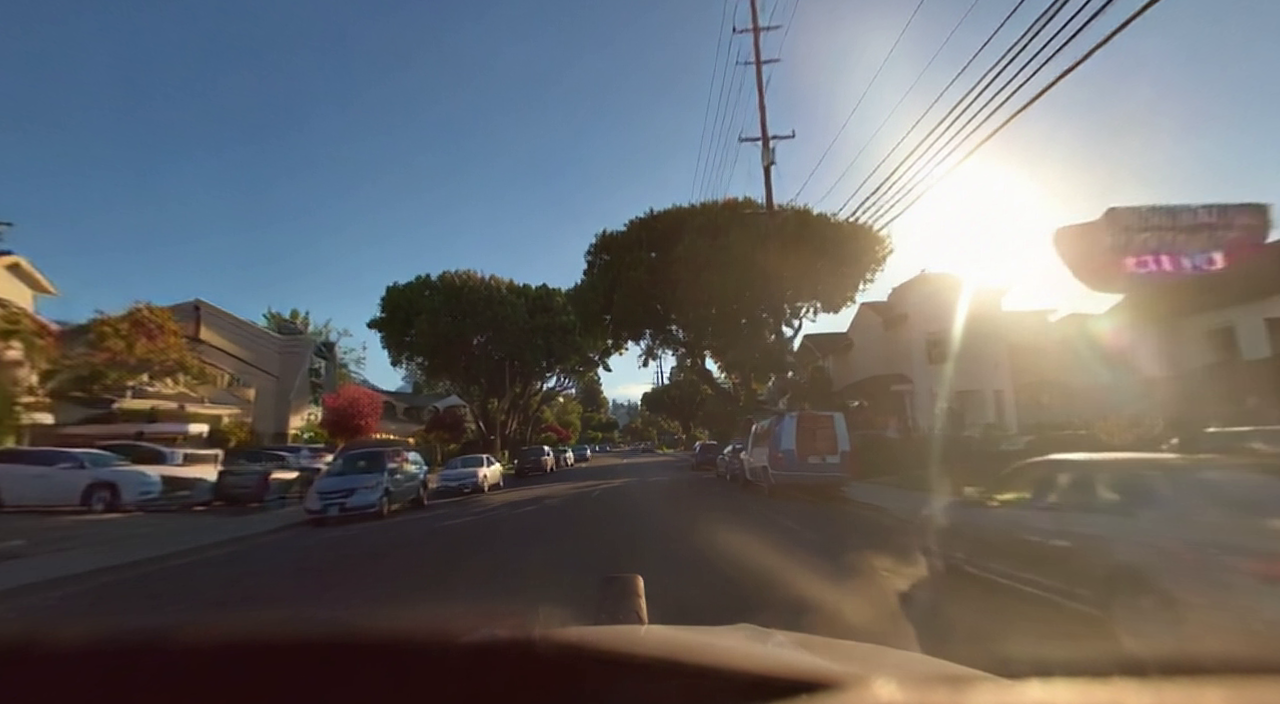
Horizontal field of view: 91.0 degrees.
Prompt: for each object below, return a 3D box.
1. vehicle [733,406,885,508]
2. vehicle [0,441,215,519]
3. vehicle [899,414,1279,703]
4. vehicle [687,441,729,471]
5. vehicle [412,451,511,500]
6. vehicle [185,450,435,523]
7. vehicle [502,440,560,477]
[{"bbox_3d":[4.023,2.671,16.244,2.396,2.164,5.381,0,-9,0],"label":"vehicle"},{"bbox_3d":[-13.270,3.041,15.184,4.528,1.713,1.947,0,-9,-1],"label":"vehicle"},{"bbox_3d":[3.678,1.272,4.445,1.876,1.458,4.468,0,-9,1],"label":"vehicle"},{"bbox_3d":[3.800,5.891,35.832,1.848,1.550,4.054,0,-9,-1],"label":"vehicle"},{"bbox_3d":[-6.122,4.270,22.247,2.048,1.438,4.728,-2,-9,1],"label":"vehicle"},{"bbox_3d":[-7.739,3.176,15.212,4.935,1.454,1.900,-1,-8,-5],"label":"vehicle"},{"bbox_3d":[-6.116,6.072,36.075,2.322,1.913,5.582,0,-9,0],"label":"vehicle"}]
